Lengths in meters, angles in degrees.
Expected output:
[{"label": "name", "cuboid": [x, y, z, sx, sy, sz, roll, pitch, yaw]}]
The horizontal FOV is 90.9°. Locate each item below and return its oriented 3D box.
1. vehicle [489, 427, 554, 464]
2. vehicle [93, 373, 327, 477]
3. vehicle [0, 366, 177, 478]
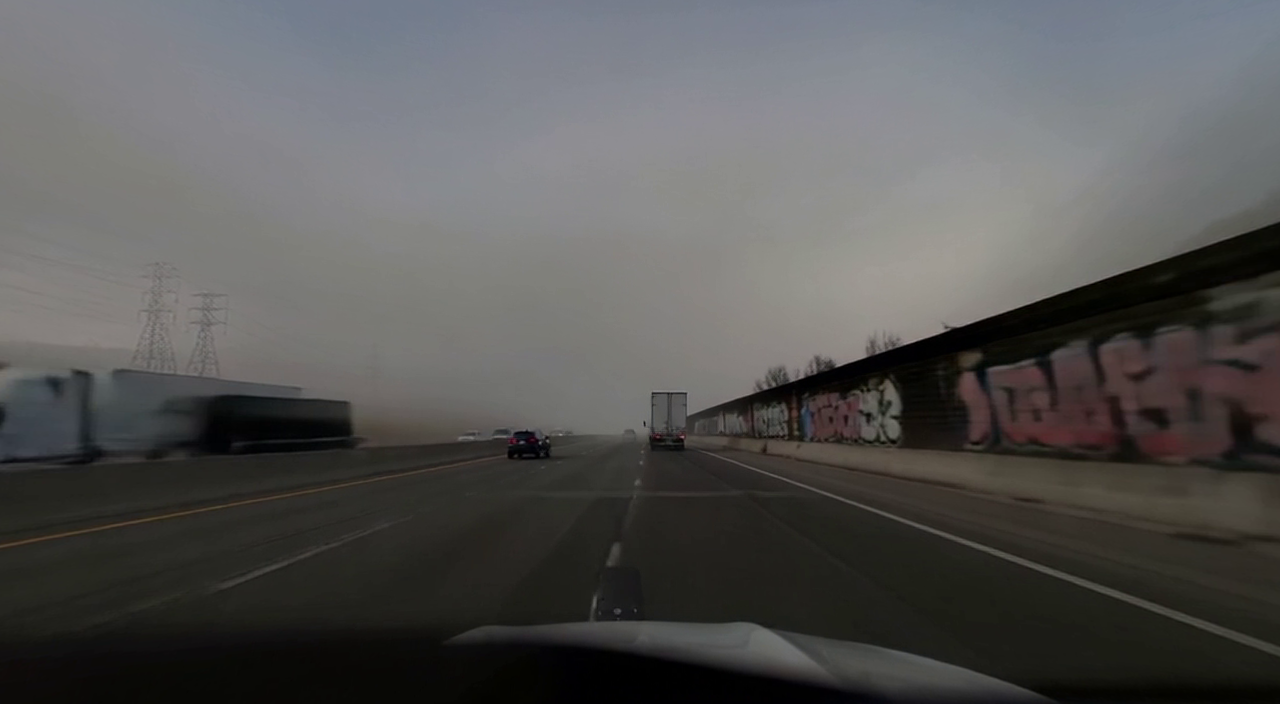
[{"label": "vehicle", "cuboid": [-5.219, 4.166, 28.322, 1.965, 1.486, 4.448, 0, -8, 1]}, {"label": "vehicle", "cuboid": [-13.484, 2.443, 20.725, 2.567, 2.823, 7.062, 0, -8, 1]}, {"label": "vehicle", "cuboid": [-21.017, 2.641, 23.377, 2.982, 3.628, 5.869, 0, -8, 0]}]
